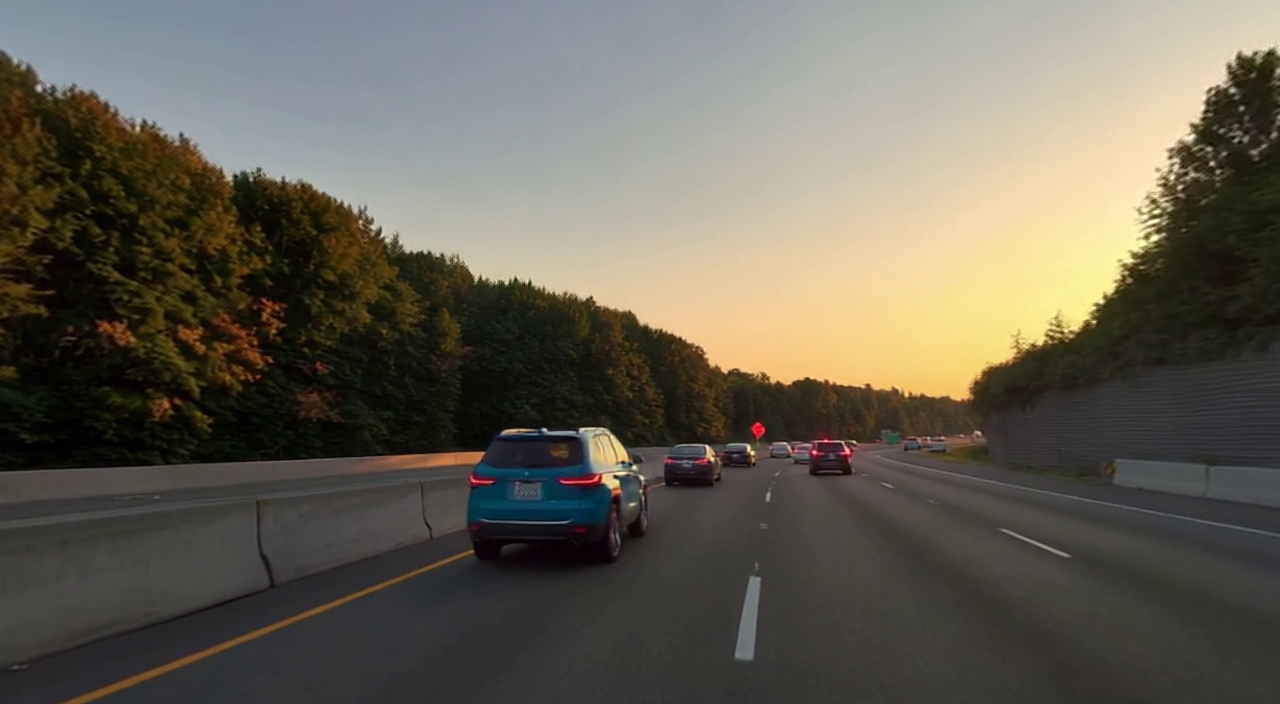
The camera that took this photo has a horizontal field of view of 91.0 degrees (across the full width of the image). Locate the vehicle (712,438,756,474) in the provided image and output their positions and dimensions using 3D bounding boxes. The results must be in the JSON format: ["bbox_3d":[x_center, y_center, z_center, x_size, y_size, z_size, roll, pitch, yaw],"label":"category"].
[{"bbox_3d":[4.181,4.548,27.717,1.755,1.457,3.686,-2,-8,9],"label":"vehicle"}]

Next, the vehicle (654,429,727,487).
[{"bbox_3d":[1.693,3.338,20.072,2.017,1.662,3.543,-1,-8,9],"label":"vehicle"}]

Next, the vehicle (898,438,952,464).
[{"bbox_3d":[17.475,6.085,38.835,1.990,1.478,4.475,-2,-8,10],"label":"vehicle"}]

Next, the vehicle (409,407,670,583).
[{"bbox_3d":[-0.919,1.658,8.163,2.021,1.635,4.085,-2,-8,11],"label":"vehicle"}]

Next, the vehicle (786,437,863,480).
[{"bbox_3d":[6.865,3.990,23.922,1.962,1.442,4.536,-1,-8,6],"label":"vehicle"}]
